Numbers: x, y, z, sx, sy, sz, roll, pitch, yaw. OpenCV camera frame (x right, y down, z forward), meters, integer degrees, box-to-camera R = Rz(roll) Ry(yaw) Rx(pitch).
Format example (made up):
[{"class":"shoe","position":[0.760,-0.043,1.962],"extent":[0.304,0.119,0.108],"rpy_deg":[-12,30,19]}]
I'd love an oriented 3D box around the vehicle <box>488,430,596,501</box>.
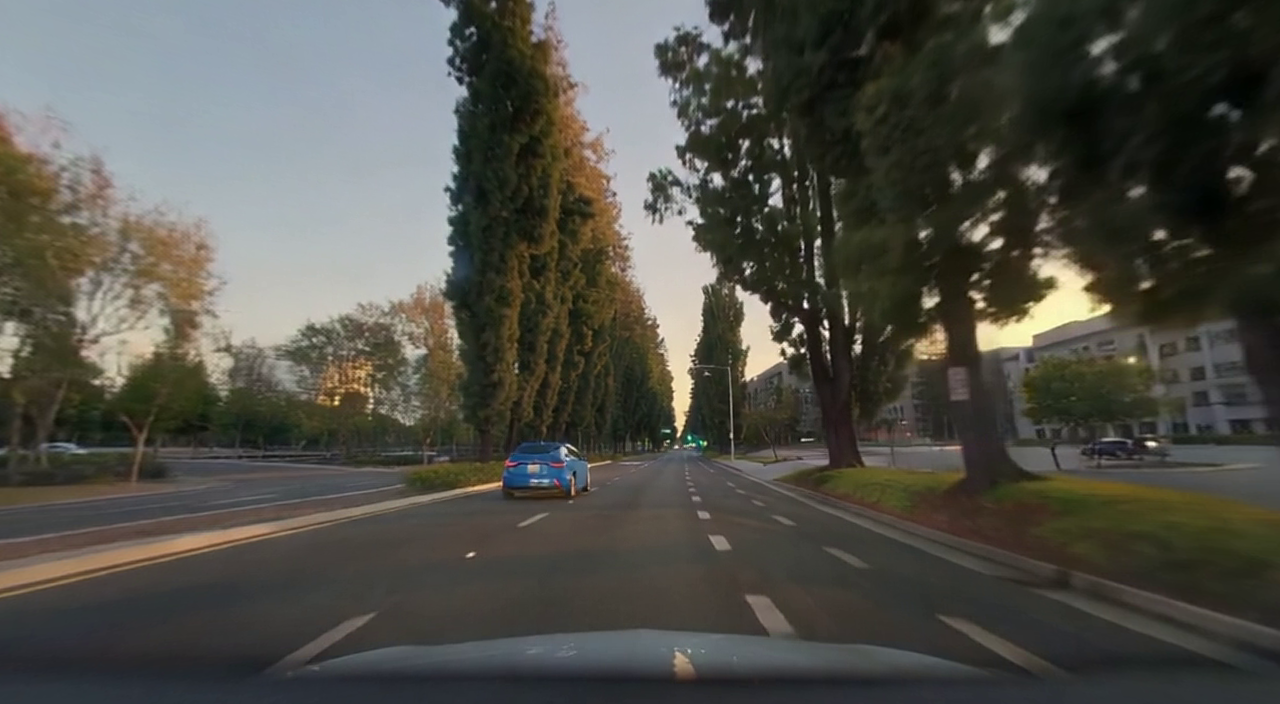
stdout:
[{"class":"vehicle","position":[-2.554,3.115,17.708],"extent":[2.121,1.724,4.392],"rpy_deg":[0,-9,2]}]

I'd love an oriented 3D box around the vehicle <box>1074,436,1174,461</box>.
[{"class":"vehicle","position":[33.674,6.732,44.051],"extent":[5.239,1.663,1.977],"rpy_deg":[0,-9,3]}]
